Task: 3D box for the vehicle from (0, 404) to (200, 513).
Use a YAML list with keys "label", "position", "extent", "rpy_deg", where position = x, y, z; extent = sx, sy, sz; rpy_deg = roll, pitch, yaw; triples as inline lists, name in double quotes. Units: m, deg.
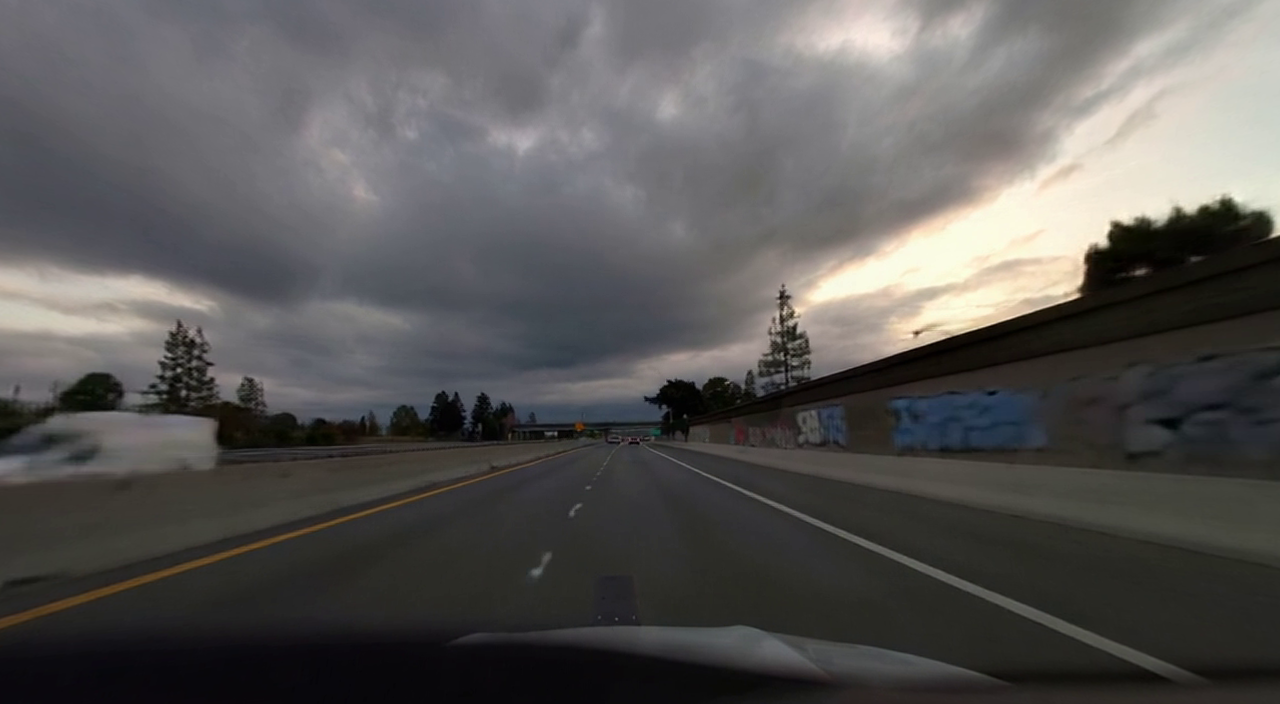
- label: "vehicle"
  position: [-16.046, 2.916, 17.964]
  extent: [2.299, 2.497, 6.711]
  rpy_deg: [0, -8, -2]
